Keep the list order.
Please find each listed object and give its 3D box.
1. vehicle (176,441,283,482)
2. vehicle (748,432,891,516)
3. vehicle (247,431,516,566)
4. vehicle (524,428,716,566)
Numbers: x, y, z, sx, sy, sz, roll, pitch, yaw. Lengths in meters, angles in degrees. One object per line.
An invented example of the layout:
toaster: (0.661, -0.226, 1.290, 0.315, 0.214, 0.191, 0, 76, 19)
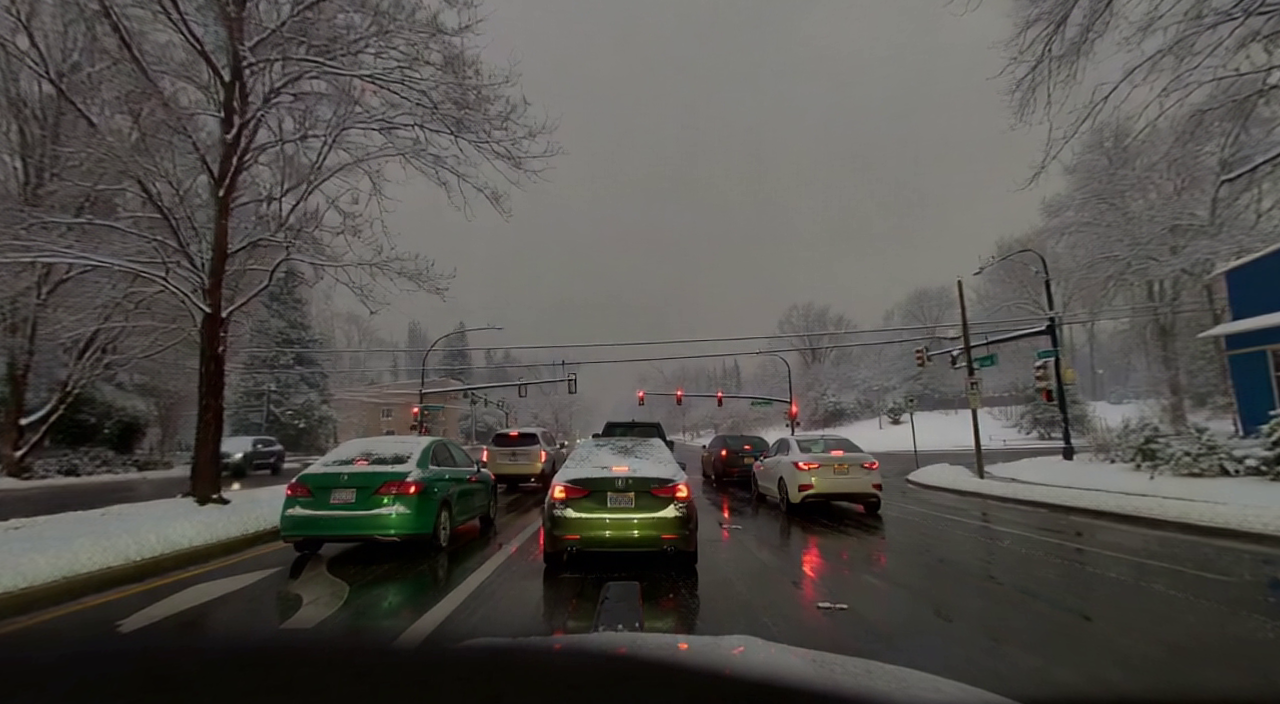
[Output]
vehicle: (-18.083, 4.802, 28.139, 2.094, 1.654, 4.786, 1, -8, -8)
vehicle: (3.536, 2.467, 13.266, 1.880, 1.476, 3.932, 0, -8, 1)
vehicle: (-3.211, 1.887, 8.934, 1.917, 1.441, 4.128, -1, -8, 2)
vehicle: (-0.222, 1.830, 8.698, 2.041, 1.450, 3.847, 0, -8, 0)
